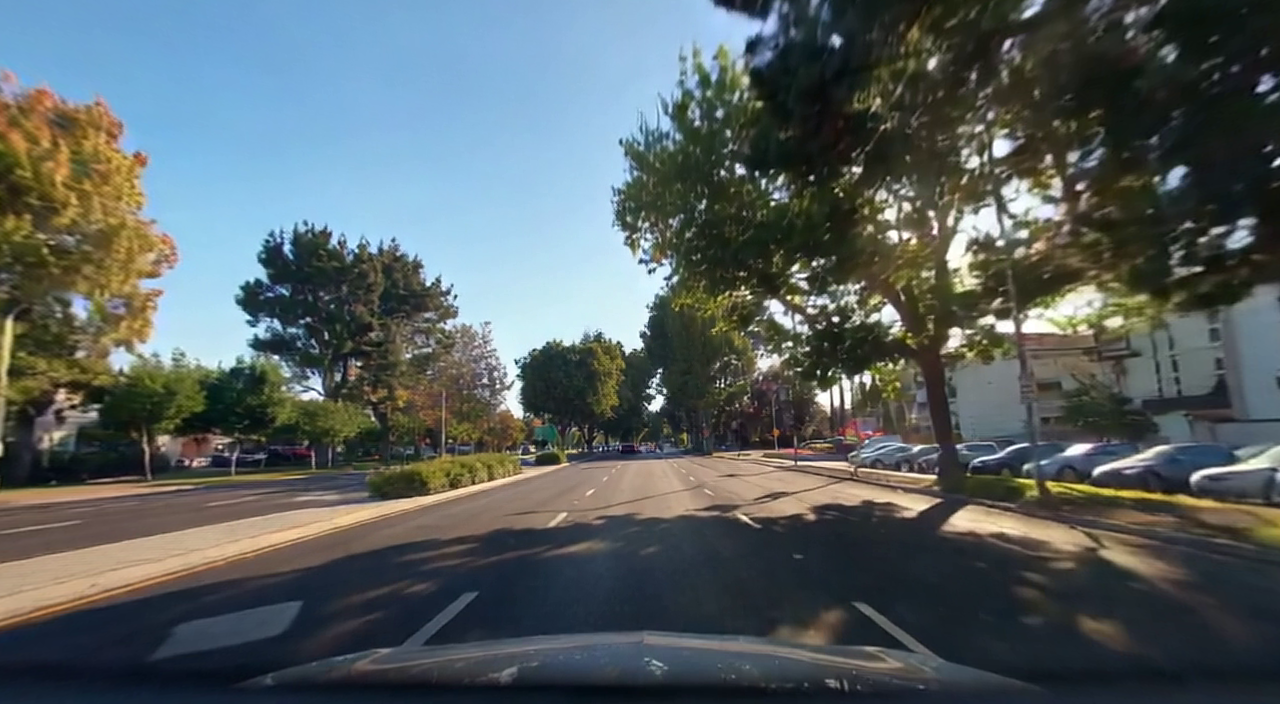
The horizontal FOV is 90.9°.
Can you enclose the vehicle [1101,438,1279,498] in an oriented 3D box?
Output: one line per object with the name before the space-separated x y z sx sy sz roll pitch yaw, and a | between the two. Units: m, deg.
vehicle | 15.568 3.073 16.940 4.794 1.480 1.995 0 -8 -1
